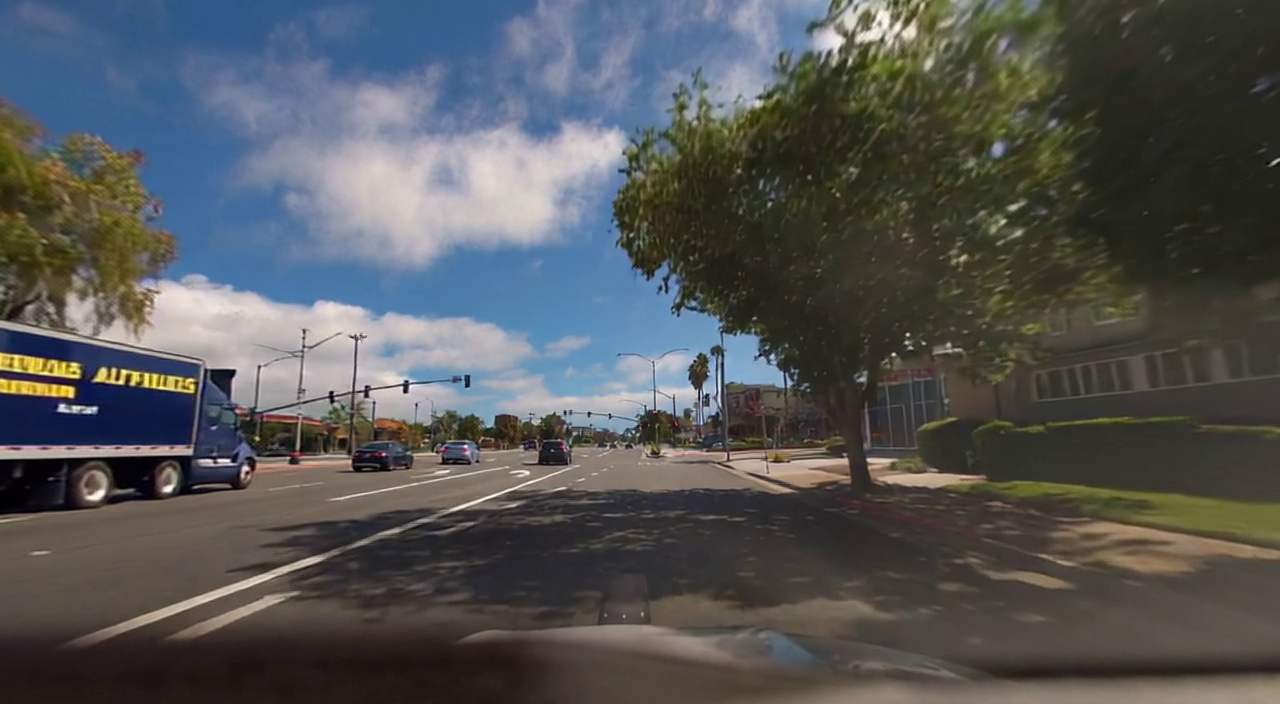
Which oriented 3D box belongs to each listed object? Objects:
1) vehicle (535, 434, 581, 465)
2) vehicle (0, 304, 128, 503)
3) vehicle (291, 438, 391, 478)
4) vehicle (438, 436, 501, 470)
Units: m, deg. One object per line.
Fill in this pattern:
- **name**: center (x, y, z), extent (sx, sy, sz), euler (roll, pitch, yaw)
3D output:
- **vehicle**: center (-4.912, 5.908, 38.164), extent (2.114, 1.784, 4.450), euler (0, -9, 1)
- **vehicle**: center (-15.075, 0.326, 8.197), extent (2.961, 4.167, 16.429), euler (0, -9, 0)
- **vehicle**: center (-11.899, 4.221, 25.327), extent (1.900, 1.462, 4.225), euler (0, -9, 1)
- **vehicle**: center (-8.507, 5.084, 31.683), extent (1.977, 1.584, 3.983), euler (0, -9, 1)
